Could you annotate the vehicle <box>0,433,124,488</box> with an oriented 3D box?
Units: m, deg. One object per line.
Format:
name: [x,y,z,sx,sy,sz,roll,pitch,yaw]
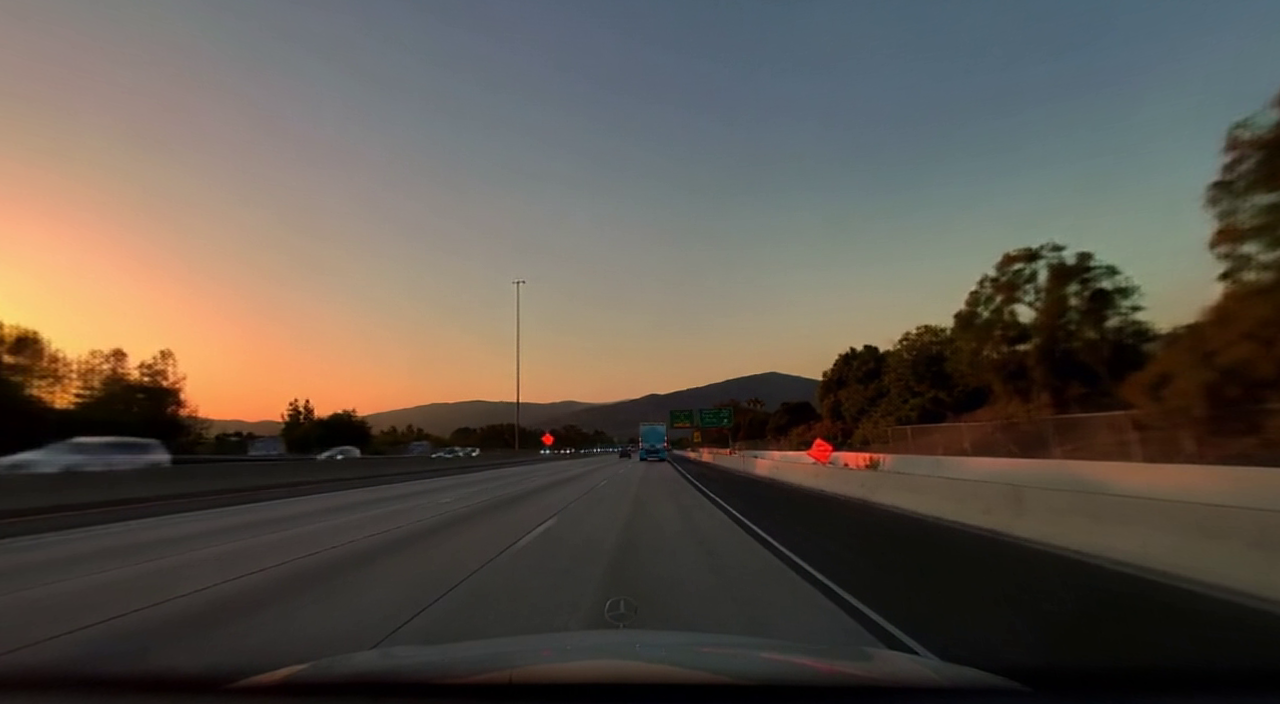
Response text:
vehicle: [-19.786,3.449,20.160,2.134,1.595,5.049,0,-9,1]
